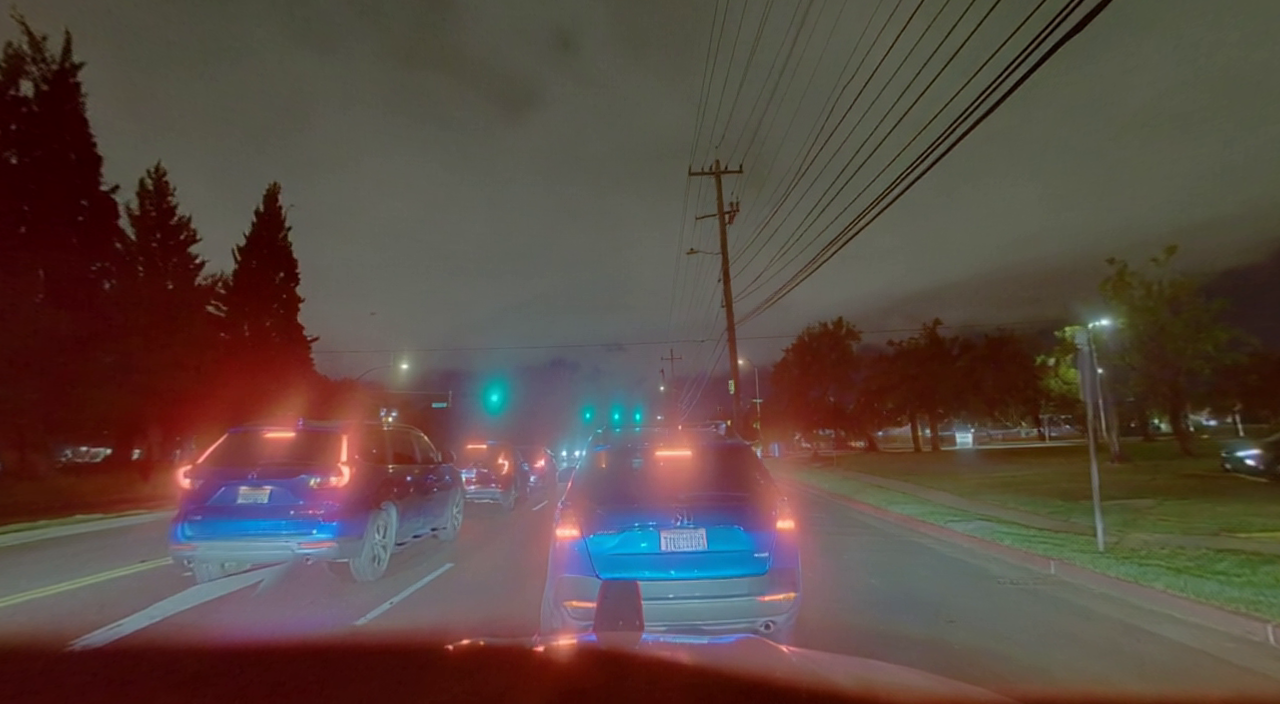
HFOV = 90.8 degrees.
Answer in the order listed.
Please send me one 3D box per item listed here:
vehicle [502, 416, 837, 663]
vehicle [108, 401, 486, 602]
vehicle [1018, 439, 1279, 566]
[{"bbox_3d":[0.113,1.448,5.954,2.056,1.487,4.003,0,-9,-2],"label":"vehicle"},{"bbox_3d":[-3.477,1.607,7.648,2.105,1.706,4.337,0,-9,0],"label":"vehicle"},{"bbox_3d":[8.378,2.153,9.933,1.993,1.508,4.521,0,-9,-1],"label":"vehicle"}]
